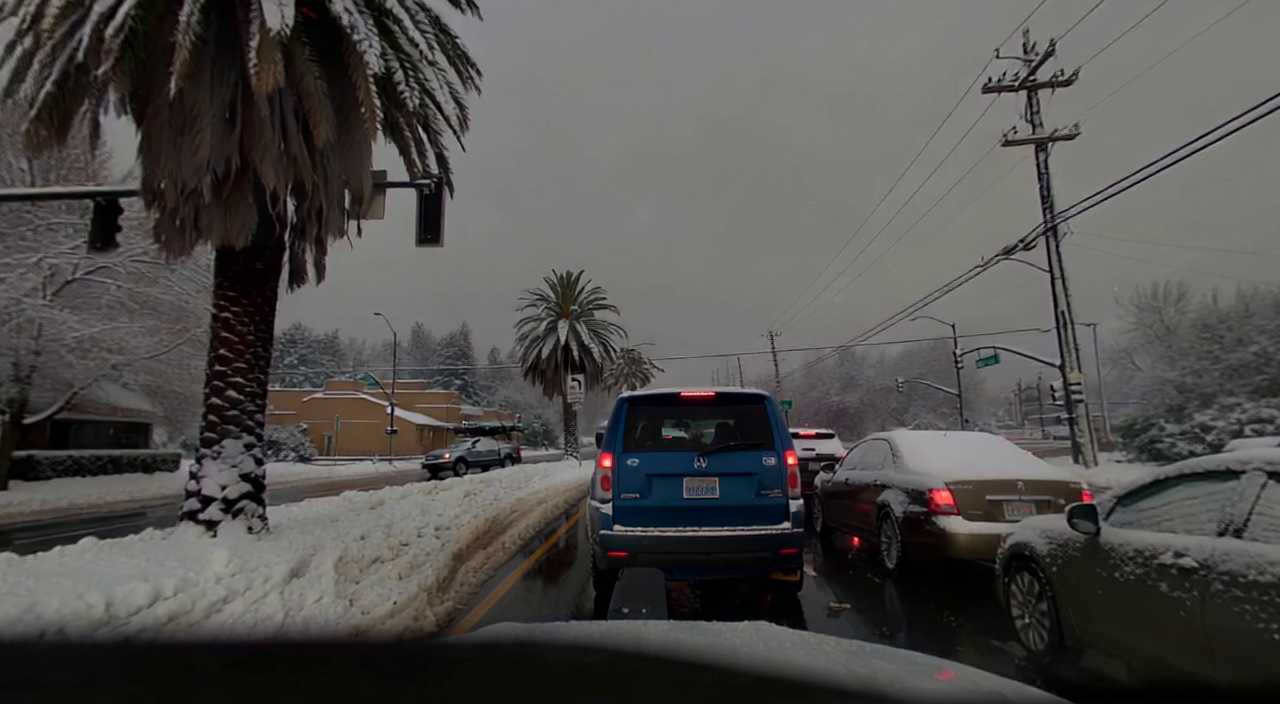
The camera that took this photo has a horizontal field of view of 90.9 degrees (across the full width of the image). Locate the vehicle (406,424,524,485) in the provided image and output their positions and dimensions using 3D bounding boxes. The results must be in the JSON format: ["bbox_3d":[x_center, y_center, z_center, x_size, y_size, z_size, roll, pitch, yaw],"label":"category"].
[{"bbox_3d":[-8.453,5.032,31.183,2.230,2.653,5.869,-4,-10,25],"label":"vehicle"}]

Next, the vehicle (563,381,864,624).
[{"bbox_3d":[0.469,1.430,6.884,2.228,1.780,4.269,0,-9,-2],"label":"vehicle"}]

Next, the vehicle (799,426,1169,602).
[{"bbox_3d":[3.453,1.689,7.504,1.895,1.456,4.255,0,-9,-2],"label":"vehicle"}]

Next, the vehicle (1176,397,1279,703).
[{"bbox_3d":[3.359,0.651,0.652,1.805,1.485,4.348,0,-9,1],"label":"vehicle"}]
